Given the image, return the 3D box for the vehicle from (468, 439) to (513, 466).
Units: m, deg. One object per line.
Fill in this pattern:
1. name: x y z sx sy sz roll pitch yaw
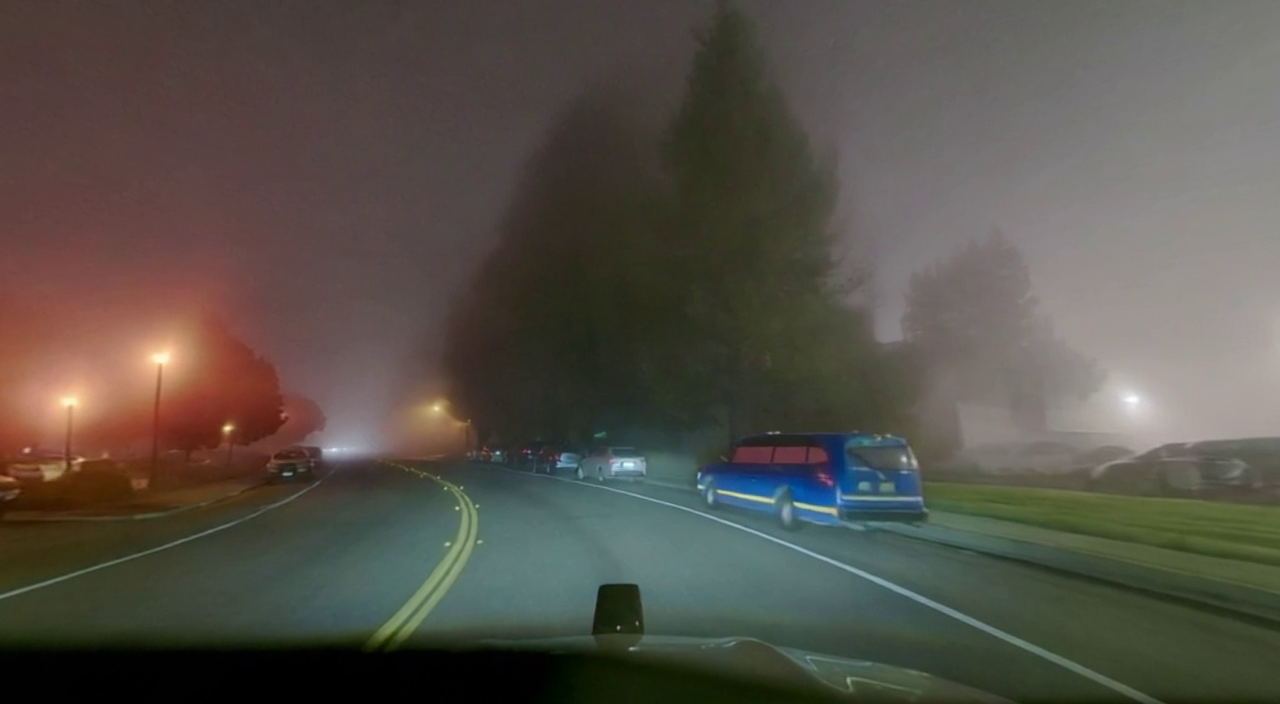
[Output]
1. vehicle: -10.860 7.224 45.601 2.137 1.814 5.303 4 -9 -24

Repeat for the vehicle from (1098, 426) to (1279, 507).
1. vehicle: 12.449 2.400 13.580 4.433 1.513 2.001 3 -9 -21

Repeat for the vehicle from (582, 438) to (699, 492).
1. vehicle: -0.129 3.571 20.516 2.053 1.519 4.611 4 -9 -24

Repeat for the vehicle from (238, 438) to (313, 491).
1. vehicle: -15.212 4.638 26.681 2.154 1.870 5.118 0 -7 -24

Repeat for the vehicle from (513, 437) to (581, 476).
1. vehicle: -4.653 5.050 30.919 2.055 1.731 4.686 4 -9 -24

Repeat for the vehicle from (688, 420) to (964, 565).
1. vehicle: 2.731 2.117 10.958 2.042 1.817 5.202 2 -6 -17

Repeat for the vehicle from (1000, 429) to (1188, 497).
1. vehicle: 11.468 2.747 16.005 3.974 1.528 2.085 4 -9 -25
